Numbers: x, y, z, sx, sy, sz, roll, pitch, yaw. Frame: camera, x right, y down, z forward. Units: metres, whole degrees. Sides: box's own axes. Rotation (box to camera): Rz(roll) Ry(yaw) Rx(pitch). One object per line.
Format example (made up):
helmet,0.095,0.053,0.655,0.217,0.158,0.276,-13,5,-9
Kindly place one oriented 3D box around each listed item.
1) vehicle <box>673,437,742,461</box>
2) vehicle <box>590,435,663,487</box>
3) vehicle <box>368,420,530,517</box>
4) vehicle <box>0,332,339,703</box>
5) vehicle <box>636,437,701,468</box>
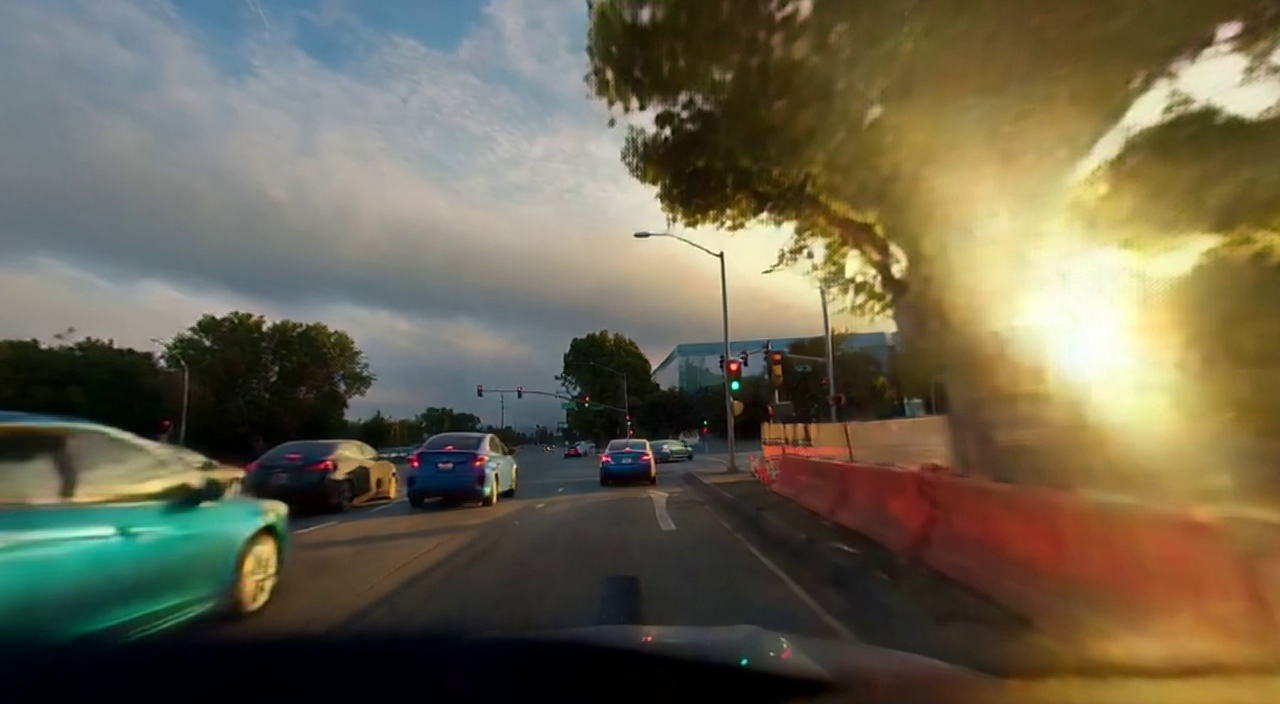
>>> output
vehicle,4.506,6.394,41.784,4.345,1.480,1.800,5,-10,-33
vehicle,-0.365,3.582,21.017,2.183,1.506,4.286,0,-9,1
vehicle,-4.148,2.647,14.843,2.240,1.844,5.043,0,-9,0
vehicle,-4.014,1.022,3.633,2.236,1.886,4.792,-3,-9,0
vehicle,1.596,5.268,33.199,1.873,1.477,4.467,-4,-9,24
